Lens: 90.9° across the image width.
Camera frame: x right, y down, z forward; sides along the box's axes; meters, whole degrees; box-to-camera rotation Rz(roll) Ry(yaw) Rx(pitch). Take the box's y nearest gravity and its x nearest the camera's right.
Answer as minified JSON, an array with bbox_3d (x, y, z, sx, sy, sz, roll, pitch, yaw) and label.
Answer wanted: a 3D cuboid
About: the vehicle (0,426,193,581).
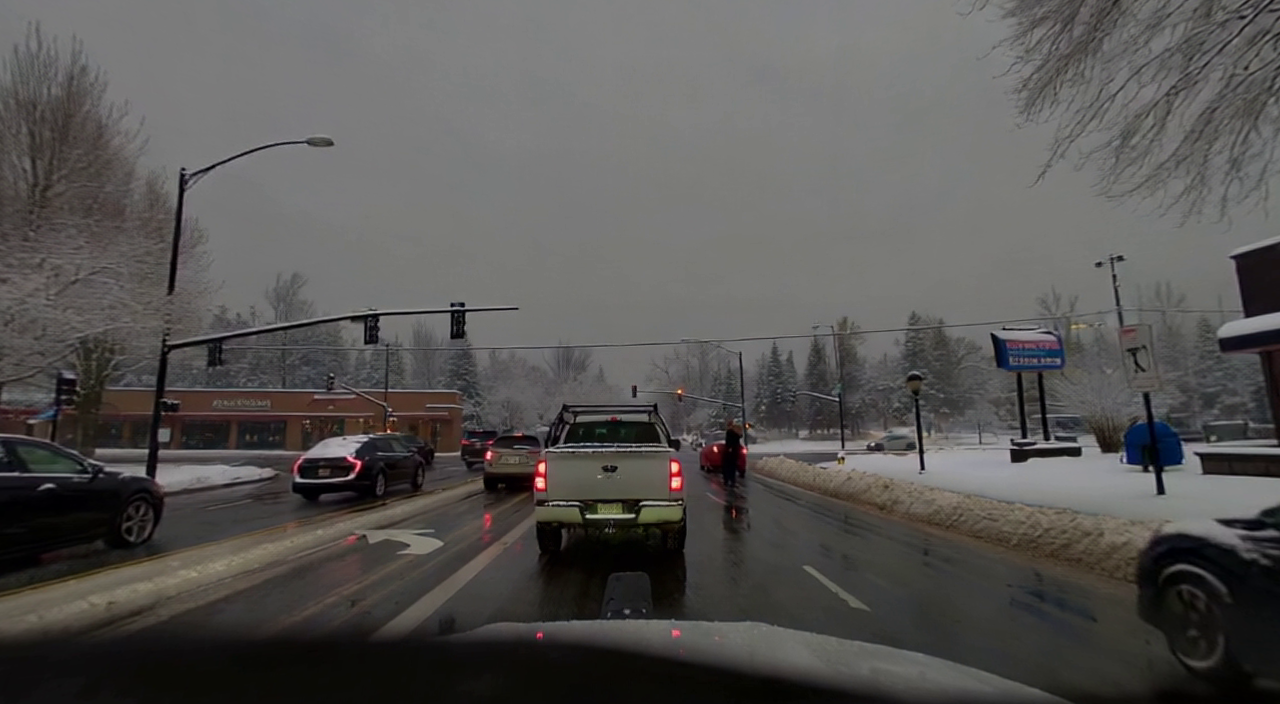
[{"bbox_3d":[-6.982,1.486,6.295,1.831,1.451,4.382,0,-8,0],"label":"vehicle"}]

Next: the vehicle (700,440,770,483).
[{"bbox_3d":[3.427,4.043,23.512,2.023,1.441,4.240,0,-8,1],"label":"vehicle"}]

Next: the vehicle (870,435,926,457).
[{"bbox_3d":[20.099,7.325,49.039,4.361,1.653,2.034,6,-11,-37],"label":"vehicle"}]

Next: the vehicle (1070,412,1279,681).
[{"bbox_3d":[5.140,0.992,2.913,1.957,1.490,4.718,5,-10,-30],"label":"vehicle"}]

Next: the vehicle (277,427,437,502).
[{"bbox_3d":[-7.074,2.858,16.418,1.941,1.655,4.503,0,-8,2],"label":"vehicle"}]

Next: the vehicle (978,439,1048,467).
[{"bbox_3d":[20.104,5.404,33.921,3.836,1.443,1.694,5,-10,-35],"label":"vehicle"}]

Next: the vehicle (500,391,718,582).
[{"bbox_3d":[-0.310,1.597,8.234,2.064,1.817,4.298,0,-8,-1],"label":"vehicle"}]
